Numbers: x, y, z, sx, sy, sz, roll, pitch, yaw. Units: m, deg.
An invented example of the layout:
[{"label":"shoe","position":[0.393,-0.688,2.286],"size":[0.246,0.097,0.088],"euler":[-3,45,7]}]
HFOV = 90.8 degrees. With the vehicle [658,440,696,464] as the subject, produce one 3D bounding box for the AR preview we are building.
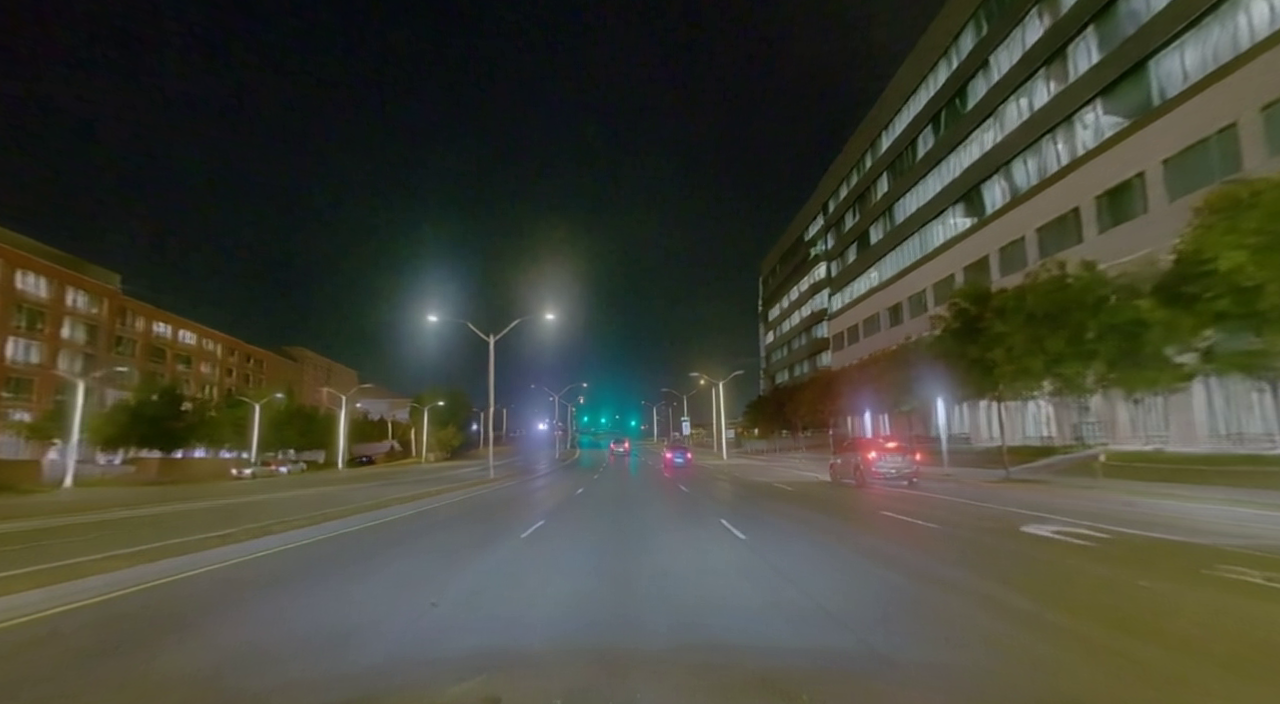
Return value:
[{"label":"vehicle","position":[2.497,6.899,43.676],"size":[2.090,1.506,4.382],"euler":[0,-8,-3]}]
